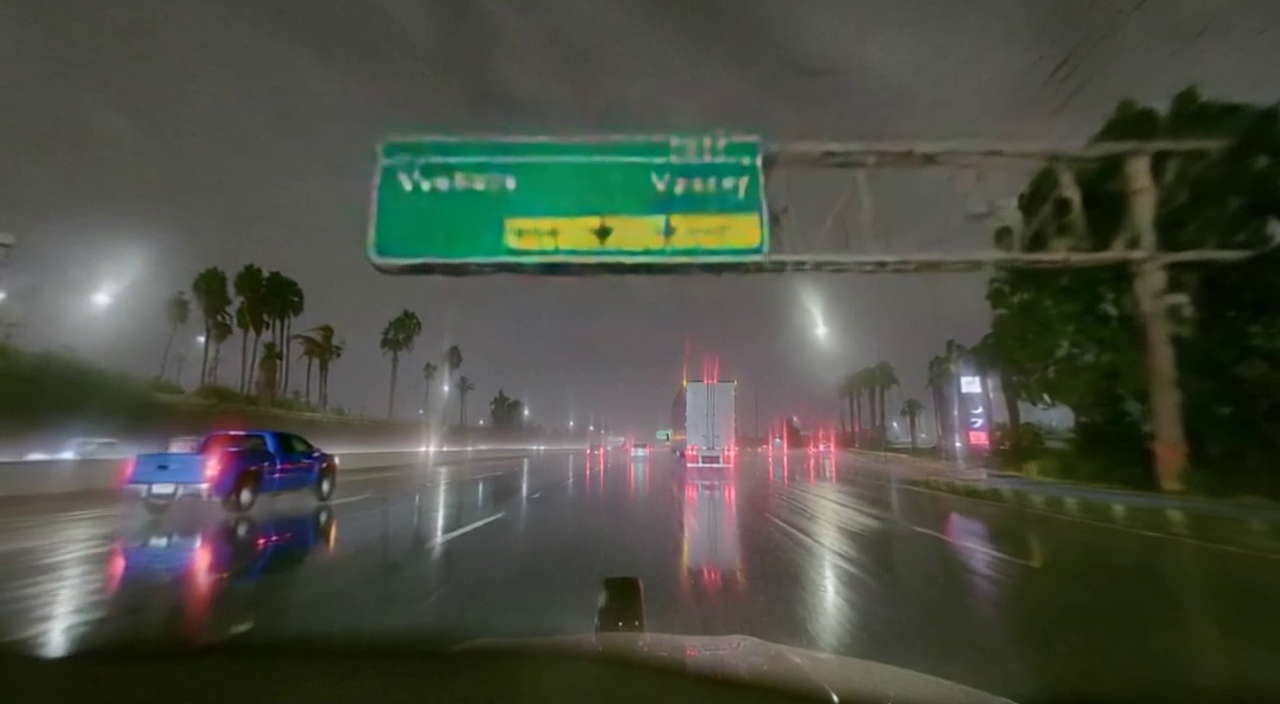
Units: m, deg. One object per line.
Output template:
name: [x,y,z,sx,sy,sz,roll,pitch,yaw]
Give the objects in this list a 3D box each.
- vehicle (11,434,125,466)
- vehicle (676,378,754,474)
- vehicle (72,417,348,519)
vehicle: [-32.564,5.578,36.035,1.945,1.692,4.734,0,-9,2]
vehicle: [3.710,4.319,35.640,2.891,4.123,16.415,0,-8,2]
vehicle: [-8.515,2.356,13.283,2.264,1.728,4.940,0,-9,1]
